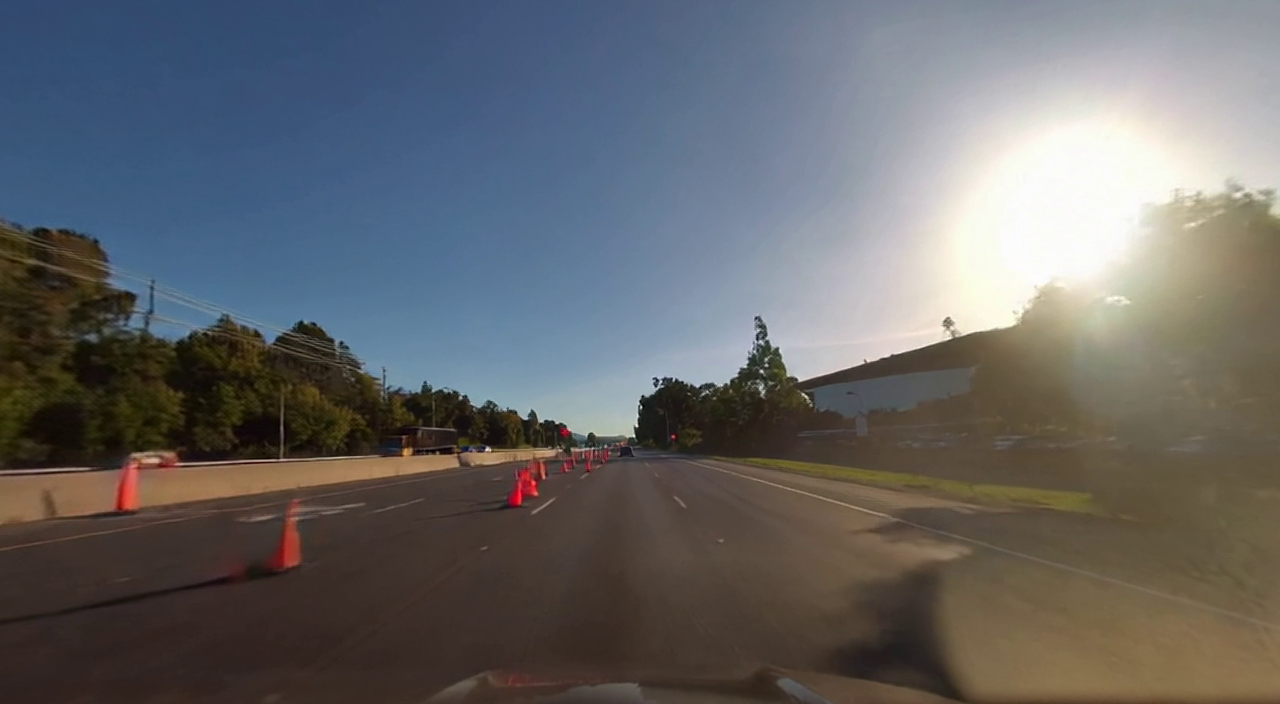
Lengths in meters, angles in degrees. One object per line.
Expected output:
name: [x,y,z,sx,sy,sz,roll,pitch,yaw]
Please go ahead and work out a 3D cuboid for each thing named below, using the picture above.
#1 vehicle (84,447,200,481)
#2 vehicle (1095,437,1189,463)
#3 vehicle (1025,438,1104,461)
vehicle: [-24.342,5.477,31.172,1.927,1.547,4.724,0,-9,-1]
vehicle: [29.573,5.784,37.305,3.869,1.464,1.920,0,-9,-1]
vehicle: [30.220,6.962,45.103,4.160,1.547,1.986,0,-9,-1]
